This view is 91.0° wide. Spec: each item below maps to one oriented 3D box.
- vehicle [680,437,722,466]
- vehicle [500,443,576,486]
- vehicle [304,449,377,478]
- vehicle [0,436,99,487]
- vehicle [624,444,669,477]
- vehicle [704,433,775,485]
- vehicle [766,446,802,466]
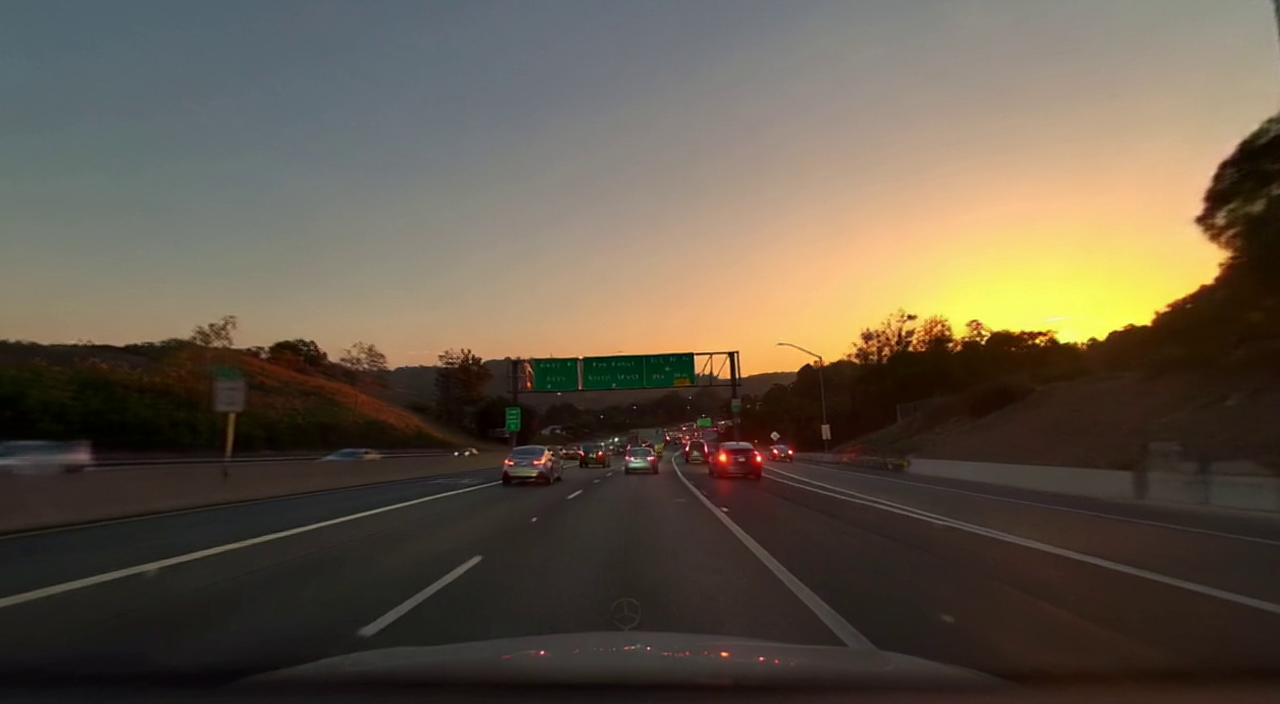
[{"bbox_3d":[4.671,7.864,49.727,2.802,2.151,6.579,0,-9,1],"label":"vehicle"},{"bbox_3d":[-3.787,4.267,24.255,1.996,1.488,4.451,0,-9,3],"label":"vehicle"},{"bbox_3d":[-16.434,6.099,34.770,1.786,1.478,4.340,0,-9,2],"label":"vehicle"},{"bbox_3d":[-23.591,4.087,23.603,2.055,1.786,4.972,0,-9,2],"label":"vehicle"},{"bbox_3d":[0.333,5.273,30.699,2.071,1.478,4.130,0,-9,1],"label":"vehicle"},{"bbox_3d":[3.682,4.067,24.139,2.045,1.768,4.249,0,-9,0],"label":"vehicle"},{"bbox_3d":[10.931,7.941,48.094,1.971,1.464,4.357,0,-9,3],"label":"vehicle"}]
